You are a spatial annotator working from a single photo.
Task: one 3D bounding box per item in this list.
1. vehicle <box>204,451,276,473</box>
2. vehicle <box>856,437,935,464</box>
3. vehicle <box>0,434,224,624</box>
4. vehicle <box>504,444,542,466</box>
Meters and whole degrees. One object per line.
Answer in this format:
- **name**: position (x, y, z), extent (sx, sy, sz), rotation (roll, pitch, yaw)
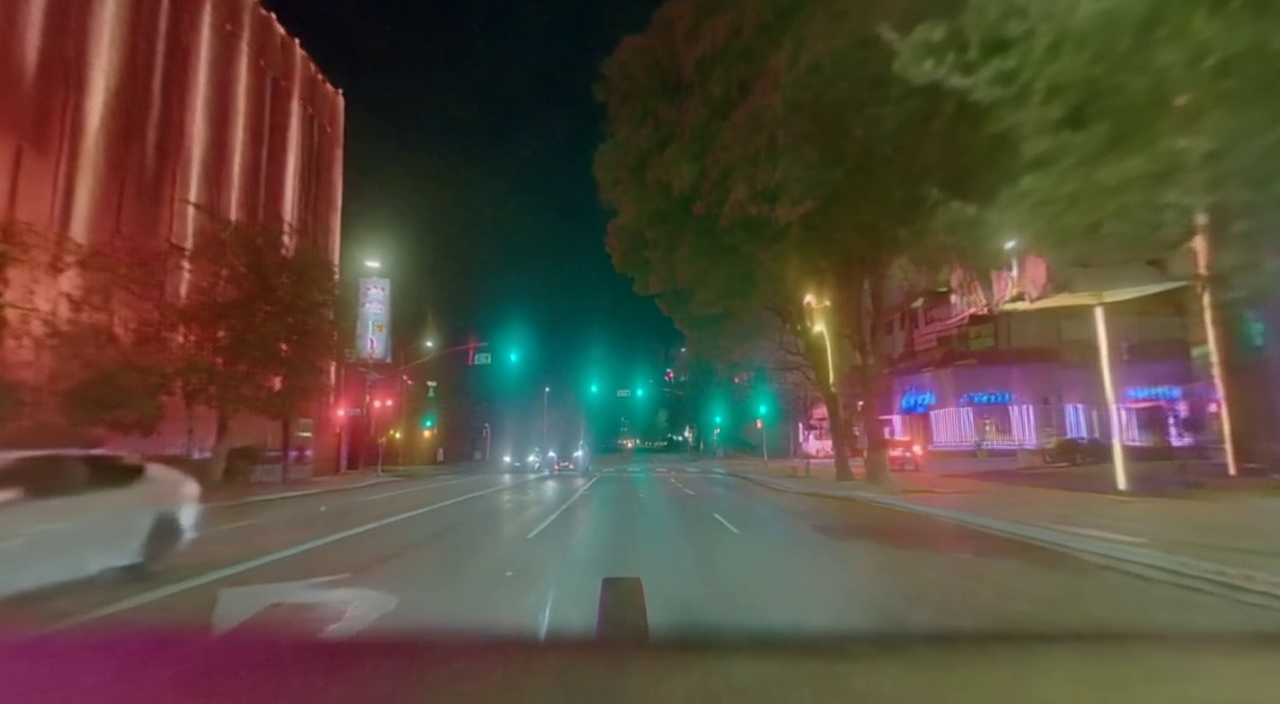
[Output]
- **vehicle**: position (-28.014, 7.696, 44.267), extent (3.760, 1.480, 1.795), rotation (1, -9, -7)
- **vehicle**: position (16.699, 6.469, 41.381), extent (4.299, 1.679, 2.011), rotation (0, -9, 0)
- **vehicle**: position (-6.138, 1.469, 5.403), extent (2.097, 1.495, 4.489), rotation (0, -9, -1)
- **vehicle**: position (-8.522, 7.529, 46.275), extent (1.978, 1.561, 3.907), rotation (0, -9, 1)
